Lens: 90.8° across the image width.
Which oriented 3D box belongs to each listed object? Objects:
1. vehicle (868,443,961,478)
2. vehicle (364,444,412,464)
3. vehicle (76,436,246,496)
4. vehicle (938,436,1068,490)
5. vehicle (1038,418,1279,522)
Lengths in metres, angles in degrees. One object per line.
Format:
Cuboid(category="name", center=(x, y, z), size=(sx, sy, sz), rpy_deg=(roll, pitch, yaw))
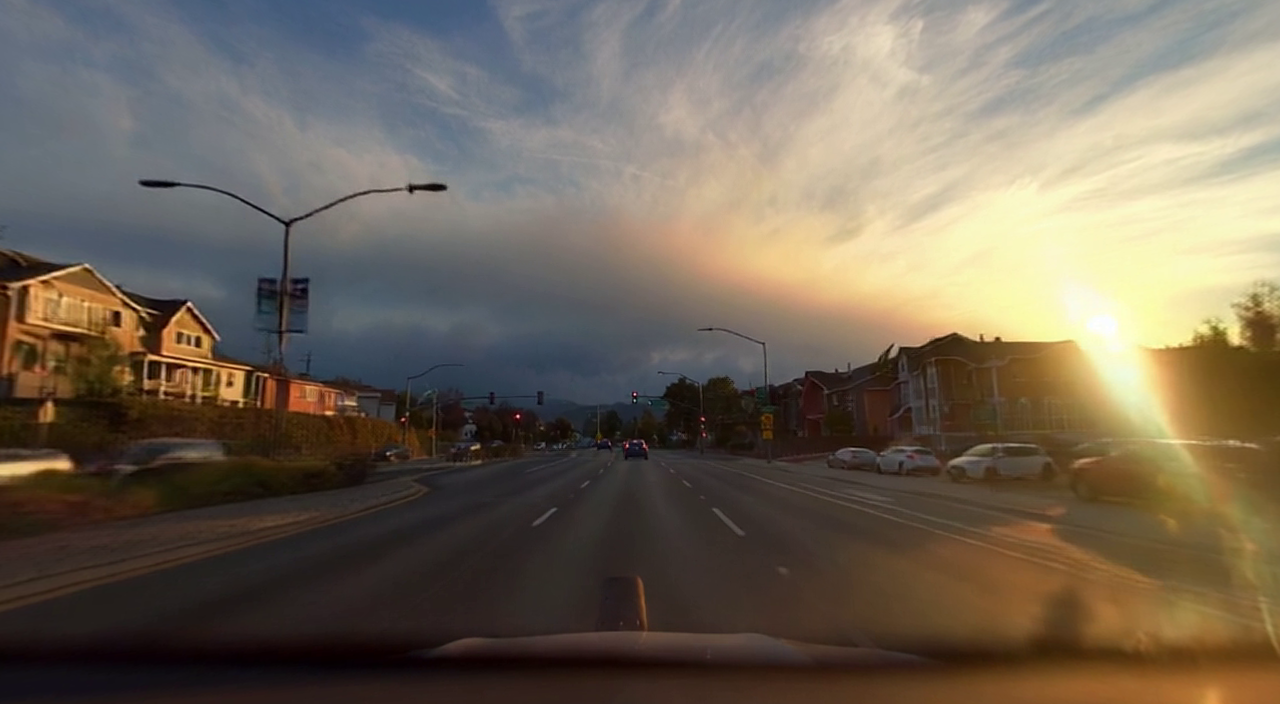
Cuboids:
Cuboid(category="vehicle", center=(12.517, 4.964, 29.253), size=(2.128, 1.467, 4.987), rpy_deg=(0, -9, 1))
Cuboid(category="vehicle", center=(-19.426, 7.848, 48.880), size=(1.918, 1.472, 4.360), rpy_deg=(0, -9, 0))
Cuboid(category="vehicle", center=(-14.944, 3.561, 20.112), size=(1.857, 1.656, 4.514), rpy_deg=(0, -9, 0))
Cuboid(category="vehicle", center=(12.651, 3.877, 22.405), size=(1.976, 1.706, 4.354), rpy_deg=(0, -9, 0))
Cuboid(category="vehicle", center=(12.677, 2.730, 14.979), size=(2.386, 1.919, 6.109), rpy_deg=(0, -10, -1))
